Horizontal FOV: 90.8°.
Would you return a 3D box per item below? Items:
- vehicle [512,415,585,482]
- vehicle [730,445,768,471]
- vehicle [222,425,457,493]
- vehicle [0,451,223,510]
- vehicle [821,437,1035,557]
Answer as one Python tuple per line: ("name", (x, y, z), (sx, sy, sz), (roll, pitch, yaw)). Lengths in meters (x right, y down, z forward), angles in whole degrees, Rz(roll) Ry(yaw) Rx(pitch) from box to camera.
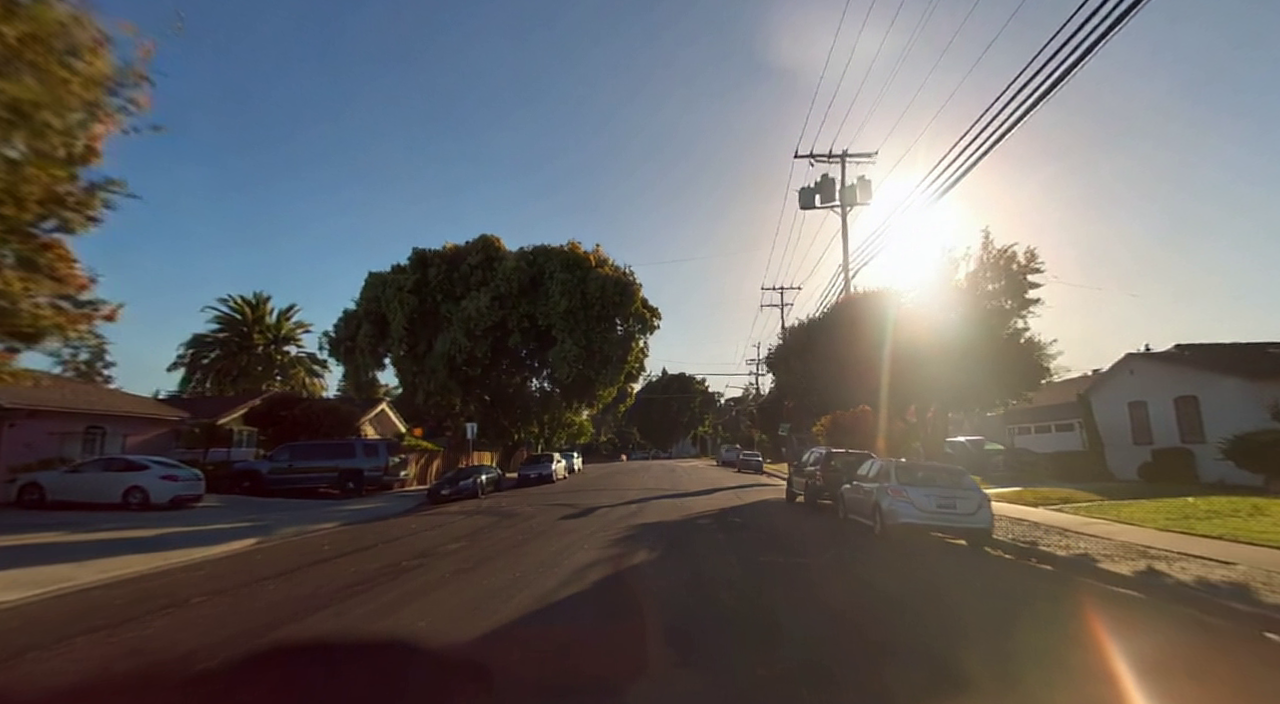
("vehicle", (-4.289, 4.711, 30.816), (2.199, 2.902, 5.848), (0, -9, 5))
("vehicle", (6.281, 6.139, 36.749), (1.743, 1.440, 3.732), (0, -9, 2))
("vehicle", (-9.630, 3.468, 20.654), (6.488, 2.009, 2.354), (0, -9, 4))
("vehicle", (-13.982, 3.372, 16.840), (4.481, 1.420, 1.712), (0, -9, 1))
("vehicle", (4.153, 2.102, 9.871), (1.845, 1.453, 3.792), (0, -9, 6))
